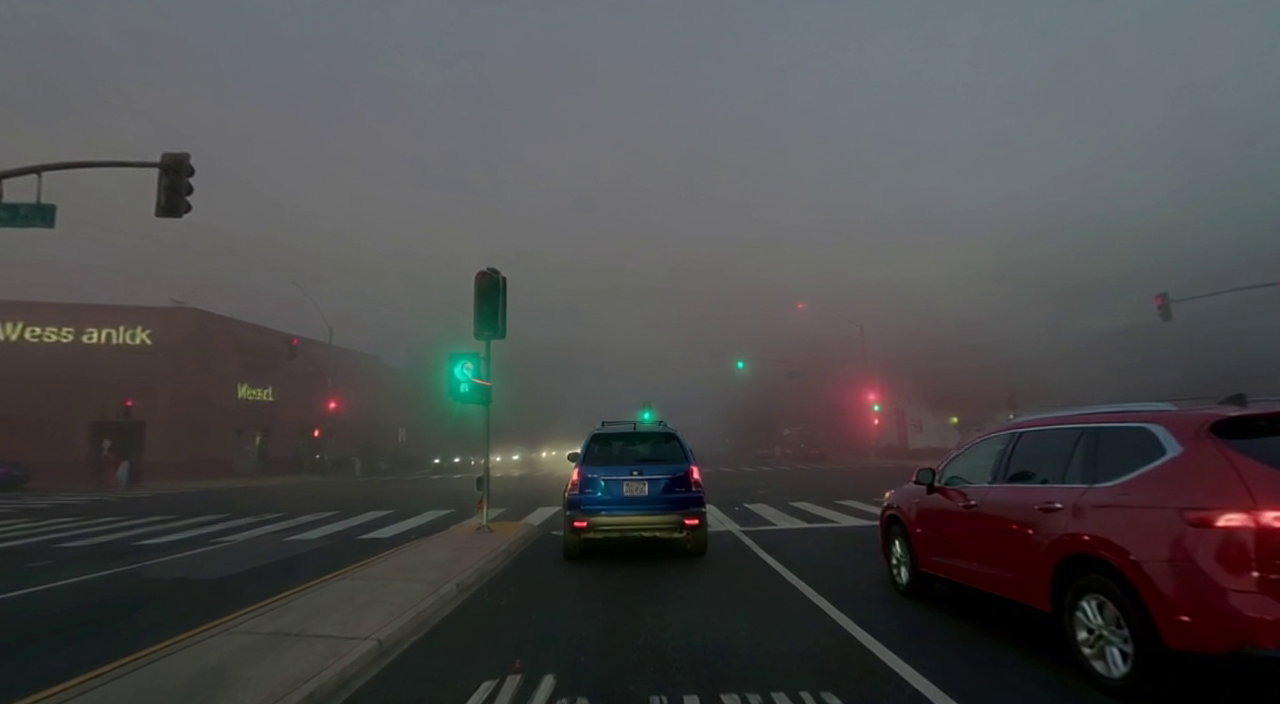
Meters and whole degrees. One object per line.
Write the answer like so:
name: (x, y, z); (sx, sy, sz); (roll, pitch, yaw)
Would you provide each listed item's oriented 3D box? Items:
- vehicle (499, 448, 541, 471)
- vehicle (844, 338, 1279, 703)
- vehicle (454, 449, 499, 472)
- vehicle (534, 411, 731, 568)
vehicle: (-8.571, 7.704, 45.395); (2.163, 1.529, 4.210); (-1, -9, 1)
vehicle: (3.210, 1.102, 4.438); (2.040, 1.674, 4.455); (0, -9, 0)
vehicle: (-11.828, 7.864, 46.078); (2.005, 1.596, 4.342); (-1, -9, 1)
vehicle: (-0.135, 1.894, 9.467); (2.238, 1.762, 4.445); (0, -9, -1)
